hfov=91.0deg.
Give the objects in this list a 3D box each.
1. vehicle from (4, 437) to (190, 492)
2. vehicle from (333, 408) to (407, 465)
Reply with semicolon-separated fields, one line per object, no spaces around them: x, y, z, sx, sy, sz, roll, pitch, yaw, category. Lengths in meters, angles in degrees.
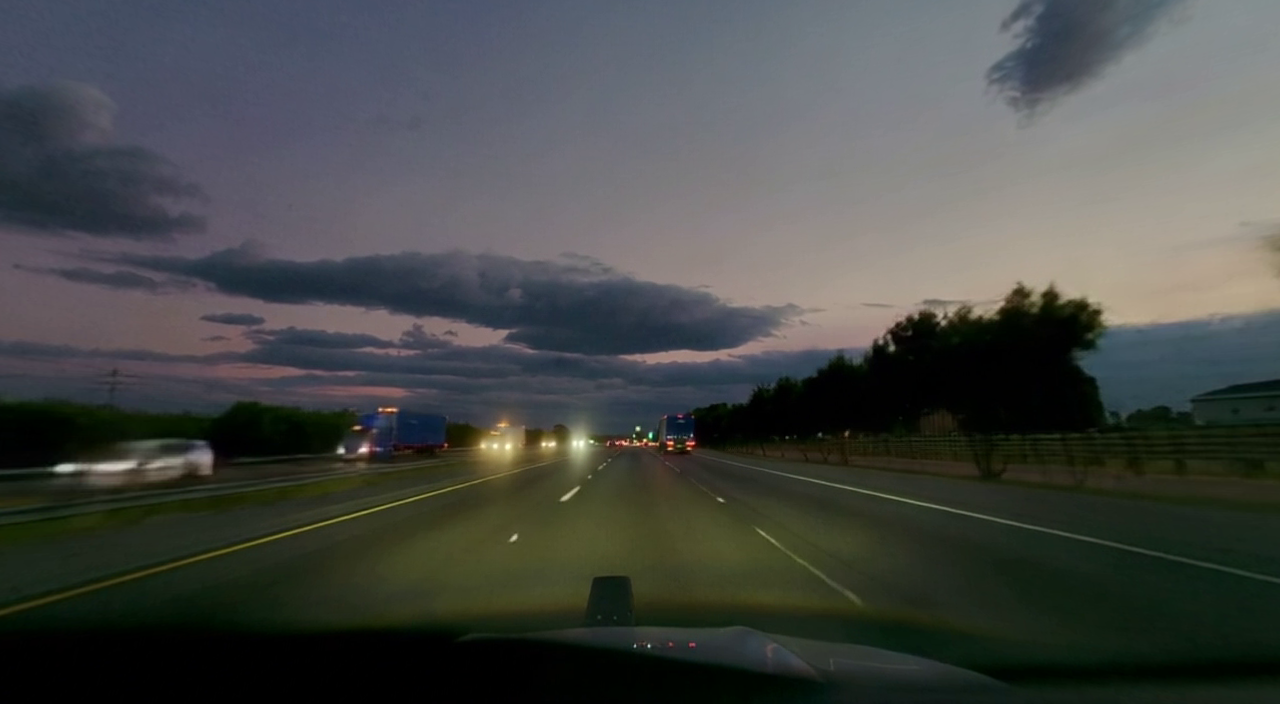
-16.646;3.434;19.682;1.892;1.496;4.409;-1;-8;0;vehicle
-20.336;6.435;47.776;2.983;3.974;5.851;-1;-8;-1;vehicle
